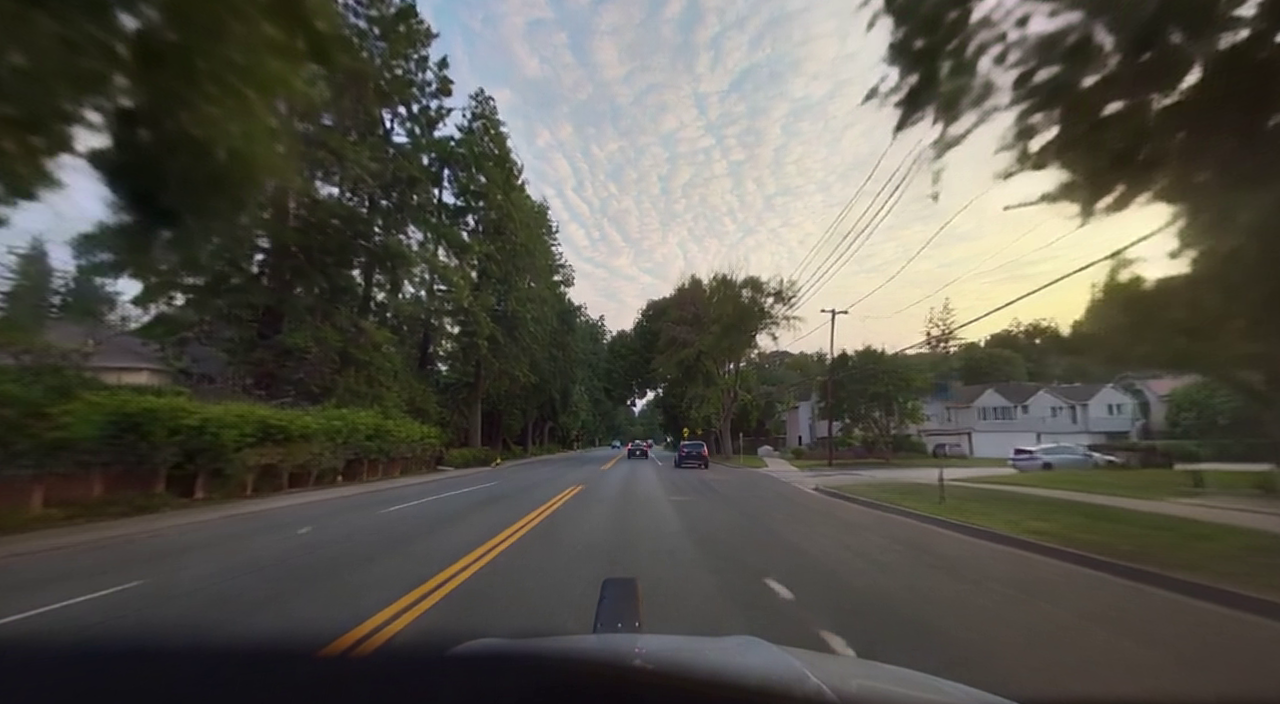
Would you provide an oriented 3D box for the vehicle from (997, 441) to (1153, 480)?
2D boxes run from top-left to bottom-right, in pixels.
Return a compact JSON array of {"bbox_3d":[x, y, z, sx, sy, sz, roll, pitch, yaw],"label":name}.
[{"bbox_3d":[17.023,4.270,24.798,4.672,1.463,1.863,0,-9,2],"label":"vehicle"}]

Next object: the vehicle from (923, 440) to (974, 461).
[{"bbox_3d":[22.295,7.138,45.614,1.851,1.458,3.709,0,-9,1],"label":"vehicle"}]

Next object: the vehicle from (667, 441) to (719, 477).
[{"bbox_3d":[2.335,4.837,28.651,1.975,1.497,3.647,0,-9,-1],"label":"vehicle"}]
